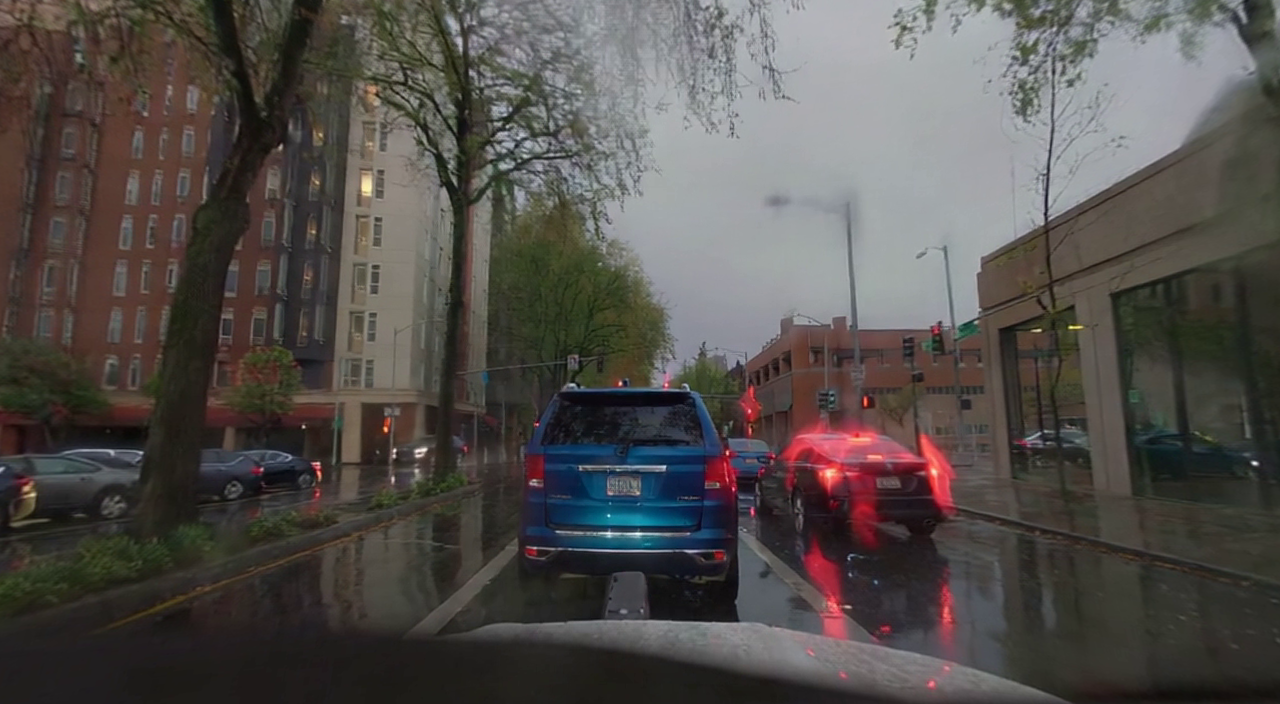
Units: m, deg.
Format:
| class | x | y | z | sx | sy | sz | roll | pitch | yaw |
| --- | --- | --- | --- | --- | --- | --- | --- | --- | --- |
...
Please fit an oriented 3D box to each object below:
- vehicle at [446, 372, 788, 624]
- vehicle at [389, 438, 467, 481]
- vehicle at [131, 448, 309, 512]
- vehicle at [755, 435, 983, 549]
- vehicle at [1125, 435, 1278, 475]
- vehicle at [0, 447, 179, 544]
| class | x | y | z | sx | sy | sz | roll | pitch | yaw |
| --- | --- | --- | --- | --- | --- | --- | --- | --- | --- |
| vehicle | -0.162 | 1.362 | 6.759 | 2.453 | 1.816 | 4.300 | 0 | -8 | 0 |
| vehicle | -9.261 | 4.705 | 27.833 | 2.054 | 1.722 | 4.292 | 0 | -8 | -2 |
| vehicle | -12.467 | 3.784 | 19.135 | 2.207 | 1.648 | 4.675 | 0 | -8 | -1 |
| vehicle | 3.286 | 2.083 | 10.075 | 2.056 | 1.422 | 4.130 | 0 | -8 | -1 |
| vehicle | 22.147 | 4.050 | 24.982 | 4.055 | 1.469 | 1.848 | -4 | -9 | 25 |
| vehicle | -12.546 | 2.914 | 13.452 | 1.891 | 1.723 | 4.360 | 0 | -8 | 1 |
